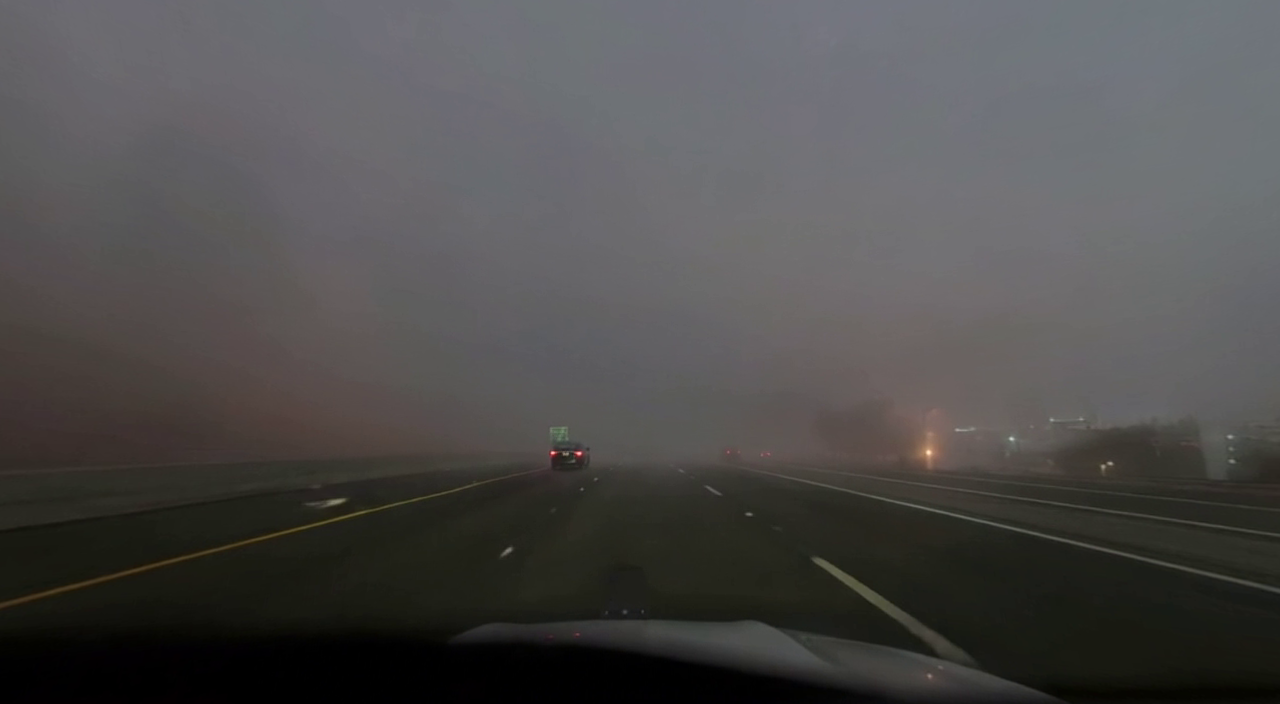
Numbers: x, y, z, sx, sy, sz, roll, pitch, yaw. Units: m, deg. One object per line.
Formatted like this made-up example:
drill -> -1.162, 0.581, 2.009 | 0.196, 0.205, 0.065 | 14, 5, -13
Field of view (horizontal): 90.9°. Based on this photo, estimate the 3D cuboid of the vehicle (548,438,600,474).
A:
vehicle -> -3.297, 5.325, 32.490 | 2.072, 1.706, 4.359 | 0, -8, 2
